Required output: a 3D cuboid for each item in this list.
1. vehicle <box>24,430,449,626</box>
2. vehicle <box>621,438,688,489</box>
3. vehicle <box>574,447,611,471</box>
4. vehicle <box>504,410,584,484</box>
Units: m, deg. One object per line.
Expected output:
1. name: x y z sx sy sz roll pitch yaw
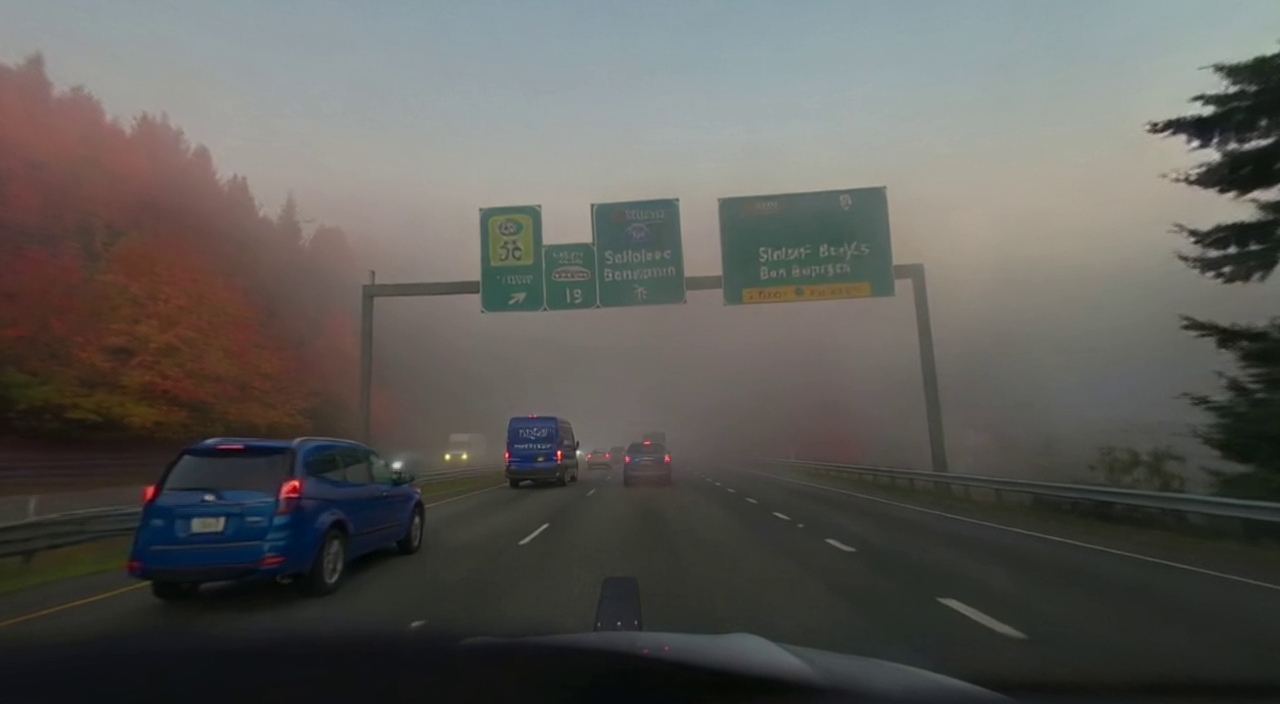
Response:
1. vehicle: -3.729 1.669 6.879 1.977 1.485 3.973 0 -9 0
2. vehicle: 0.511 4.024 22.916 2.195 1.679 4.070 0 -9 1
3. vehicle: -3.136 7.179 42.190 2.015 1.496 4.312 -1 -9 1
4. vehicle: -3.780 3.933 25.973 2.275 2.692 5.810 0 -9 1
